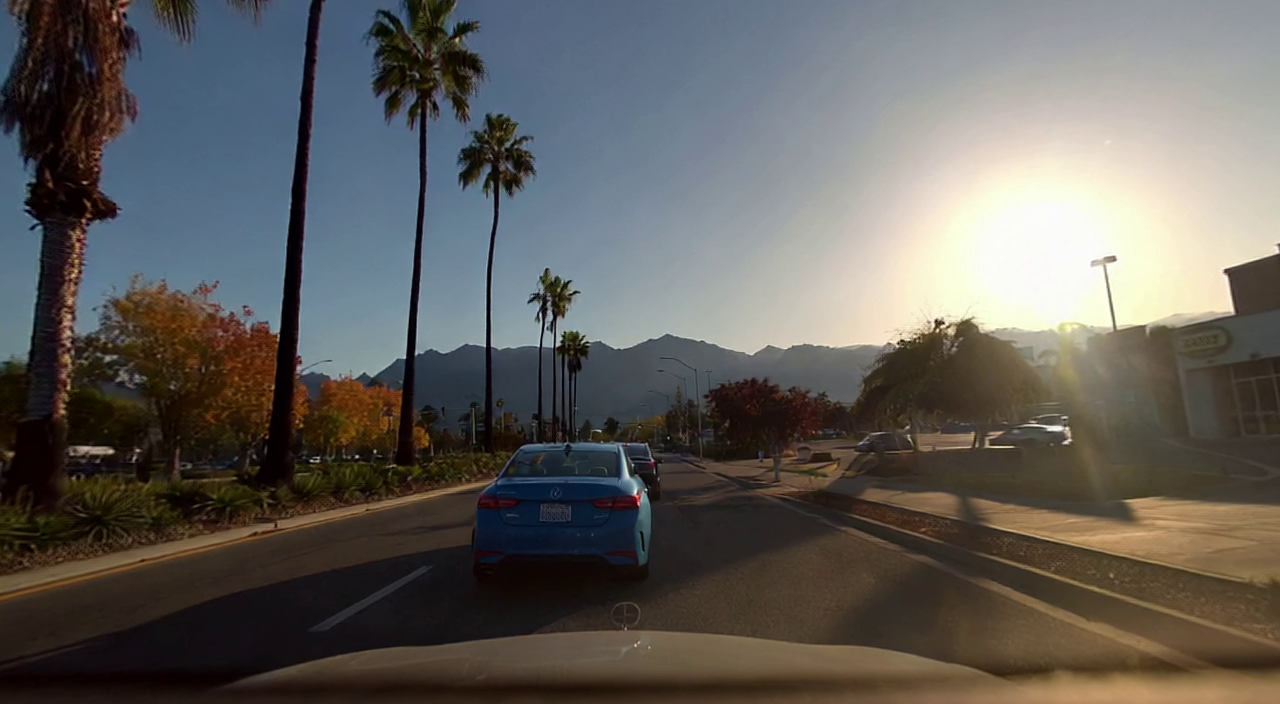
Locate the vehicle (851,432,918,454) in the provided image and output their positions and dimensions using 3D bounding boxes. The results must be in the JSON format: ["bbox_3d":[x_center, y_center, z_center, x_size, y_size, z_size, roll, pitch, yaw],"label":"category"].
[{"bbox_3d":[19.202,7.200,49.800,1.925,1.652,4.490,6,-10,-34],"label":"vehicle"}]

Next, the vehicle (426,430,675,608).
[{"bbox_3d":[-0.821,1.686,7.295,2.067,1.459,3.886,0,-8,-2],"label":"vehicle"}]
